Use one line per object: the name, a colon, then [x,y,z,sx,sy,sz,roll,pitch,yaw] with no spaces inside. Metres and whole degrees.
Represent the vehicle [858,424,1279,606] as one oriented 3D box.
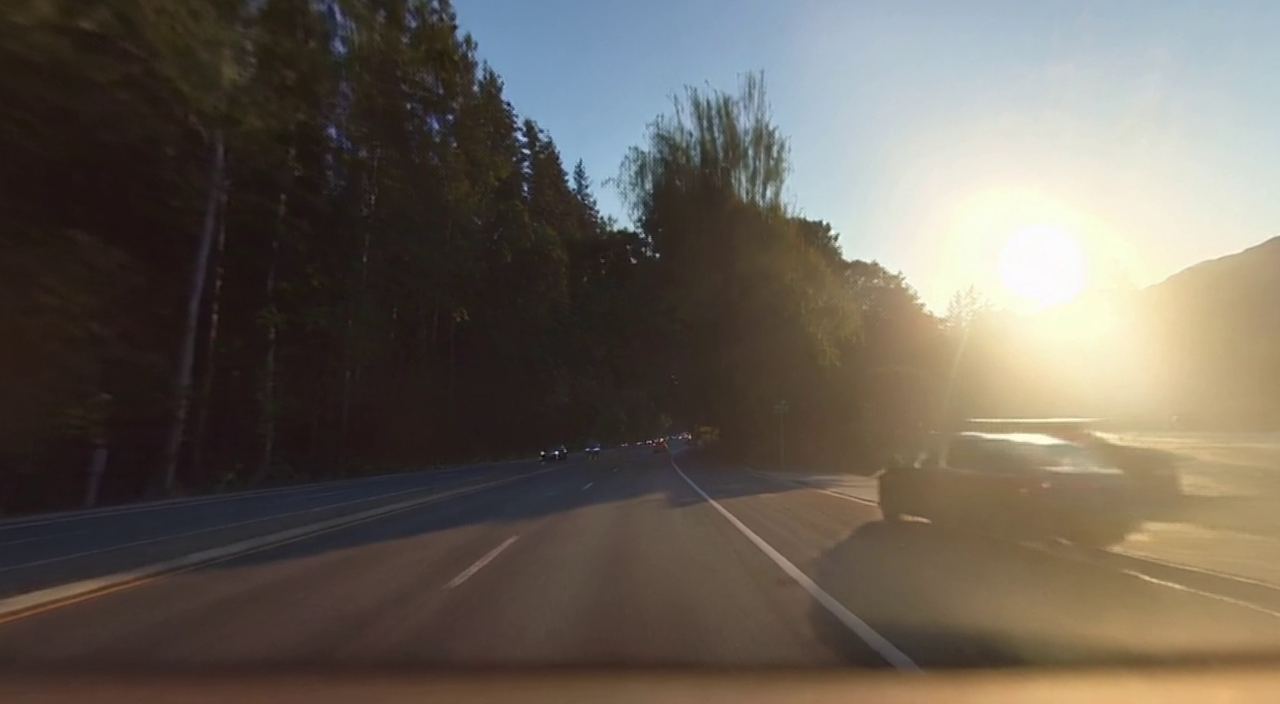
vehicle: [4.534,1.698,7.613,2.184,1.496,4.615,0,-8,1]
